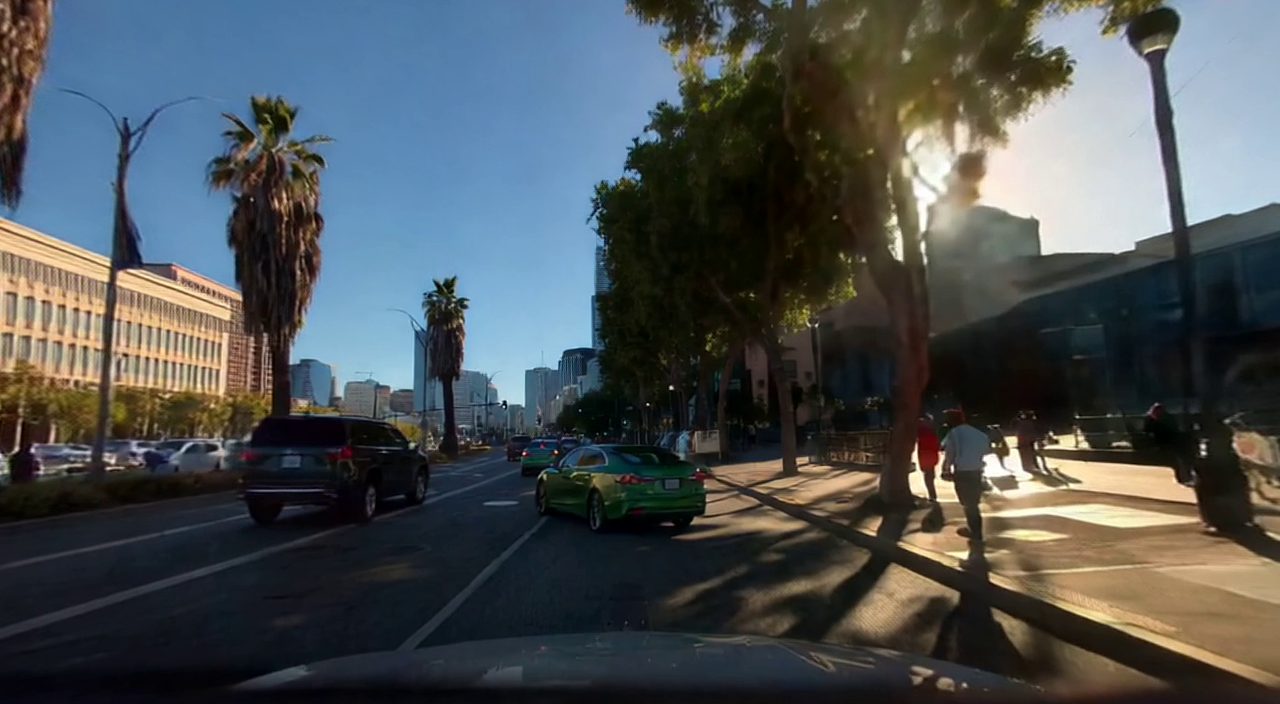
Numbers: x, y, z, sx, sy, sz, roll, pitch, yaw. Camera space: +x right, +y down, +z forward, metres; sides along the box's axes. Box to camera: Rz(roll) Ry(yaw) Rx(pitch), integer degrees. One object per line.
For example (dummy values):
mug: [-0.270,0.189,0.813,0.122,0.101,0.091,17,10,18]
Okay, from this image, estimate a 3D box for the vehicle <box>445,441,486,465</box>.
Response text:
vehicle: [-12.029,6.954,43.605,1.930,1.583,4.423,0,-9,-5]

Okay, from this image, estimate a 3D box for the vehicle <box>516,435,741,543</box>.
vehicle: [-0.469,2.265,11.214,1.930,1.477,4.657,5,-10,-30]

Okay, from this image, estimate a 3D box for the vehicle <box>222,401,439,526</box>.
vehicle: [-6.026,2.261,13.277,2.164,2.047,5.455,0,-9,-5]
